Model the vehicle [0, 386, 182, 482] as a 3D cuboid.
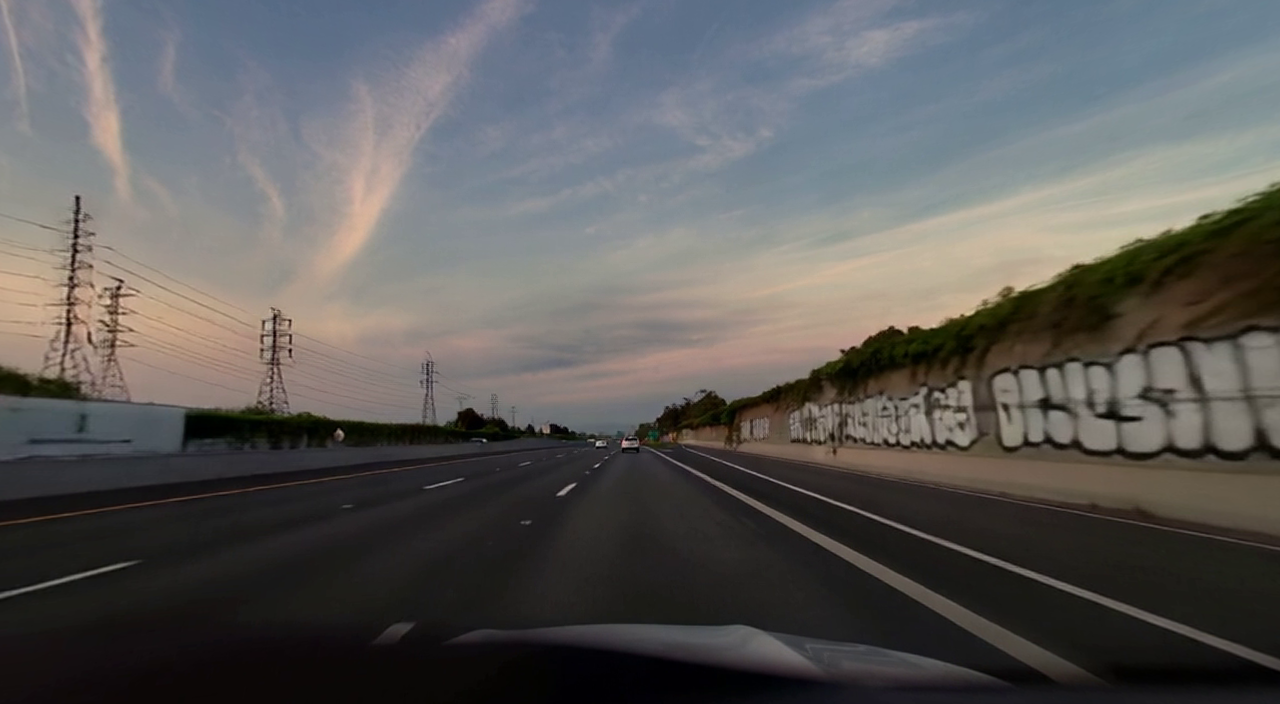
[{"bbox_3d":[-22.851,3.044,23.286,2.898,3.171,12.148,0,-8,-1],"label":"vehicle"}]
